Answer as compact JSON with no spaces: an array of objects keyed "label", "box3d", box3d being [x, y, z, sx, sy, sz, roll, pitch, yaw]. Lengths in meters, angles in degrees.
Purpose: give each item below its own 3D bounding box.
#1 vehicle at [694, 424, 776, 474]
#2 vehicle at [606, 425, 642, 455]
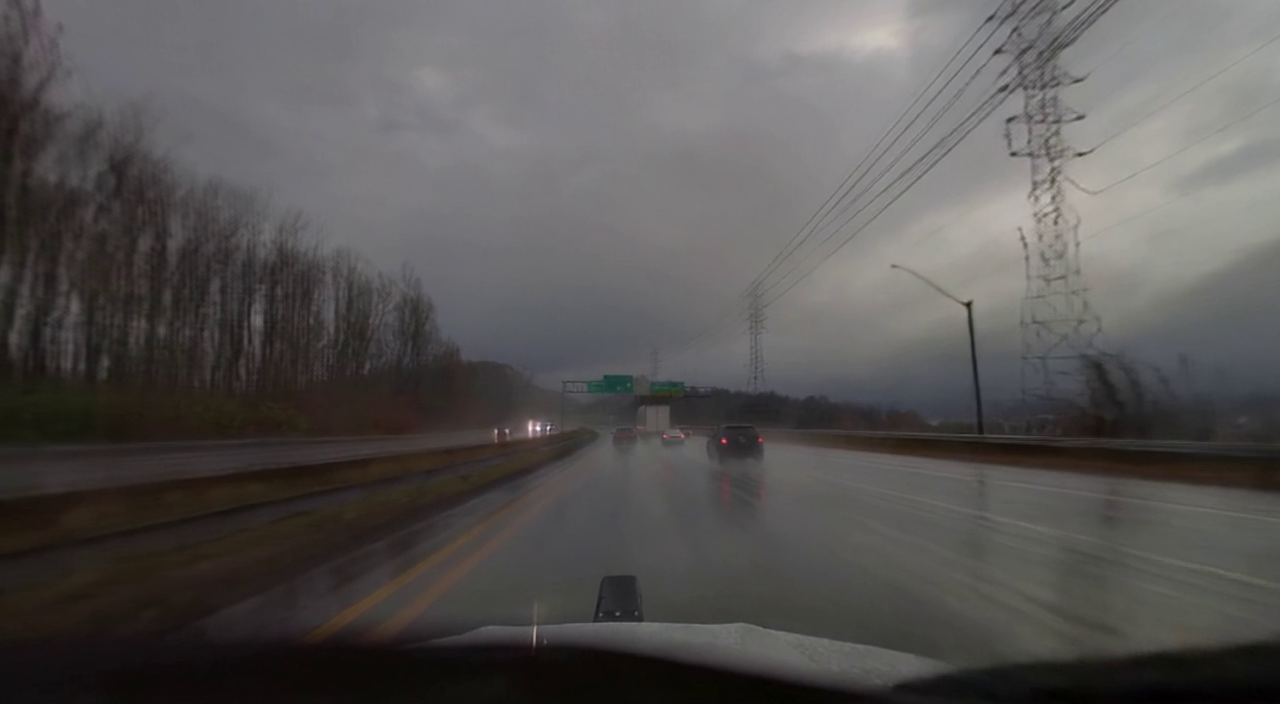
[{"label":"vehicle","box3d":[3.156,3.318,21.754,2.062,1.581,3.914,0,-8,-2]},{"label":"vehicle","box3d":[-0.921,5.146,36.858,2.019,1.642,3.790,0,-8,-1]}]
